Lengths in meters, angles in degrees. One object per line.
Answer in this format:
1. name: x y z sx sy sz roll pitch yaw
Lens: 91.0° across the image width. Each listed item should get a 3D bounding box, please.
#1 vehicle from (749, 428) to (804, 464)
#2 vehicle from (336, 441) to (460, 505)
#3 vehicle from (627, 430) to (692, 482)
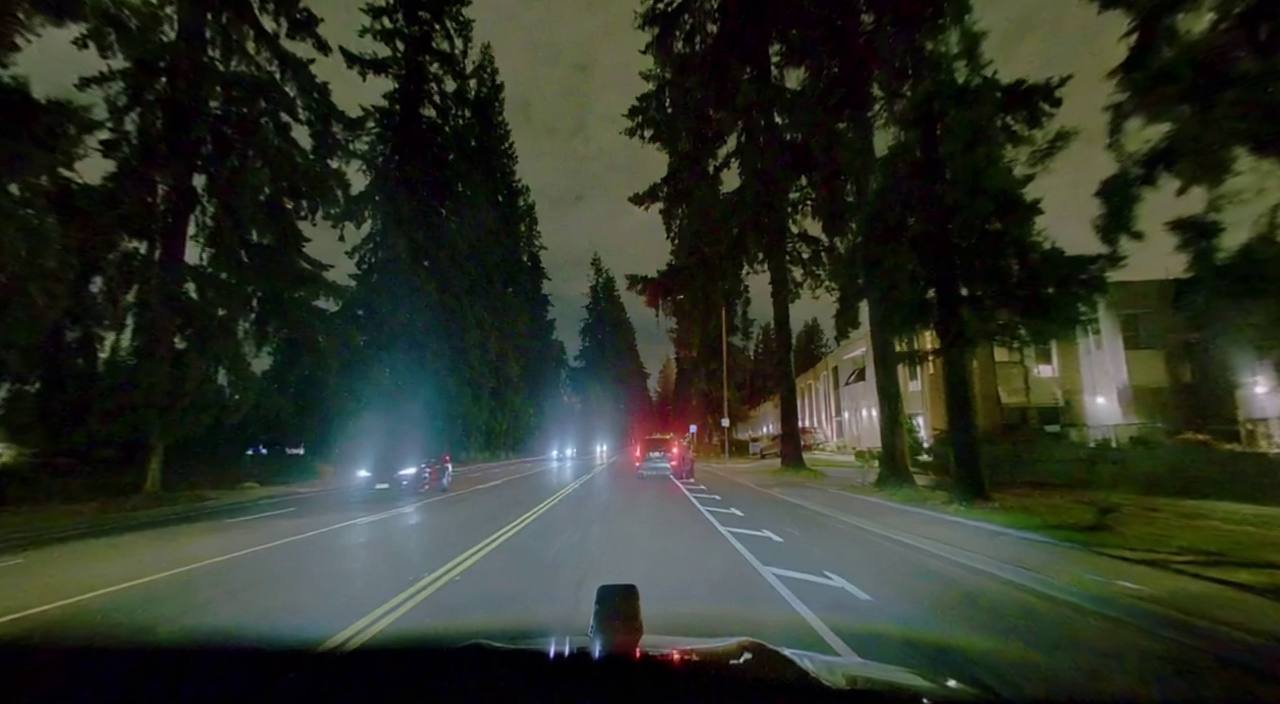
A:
1. vehicle: 8.222 5.770 38.376 2.007 1.803 4.835 -5 -9 -2
2. vehicle: -7.116 3.564 19.073 1.972 1.703 4.423 0 -8 0
3. vehicle: 0.883 4.179 25.513 2.268 1.862 4.724 -1 -8 6
